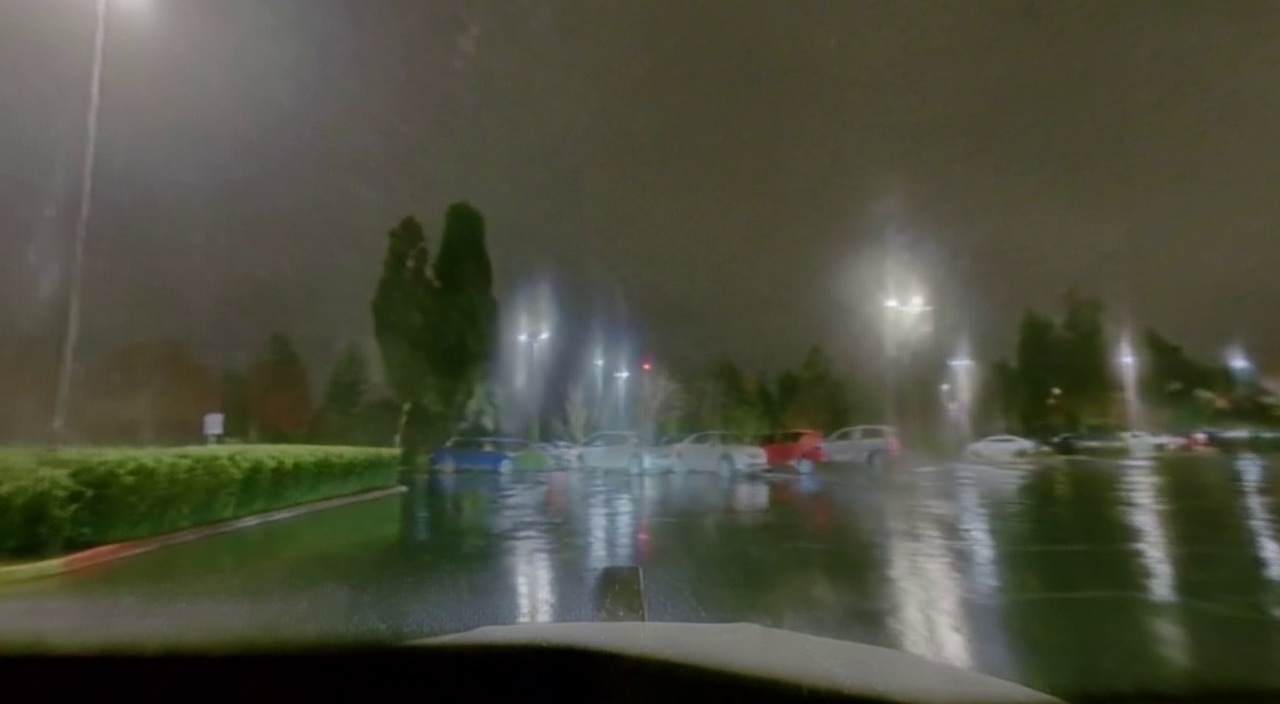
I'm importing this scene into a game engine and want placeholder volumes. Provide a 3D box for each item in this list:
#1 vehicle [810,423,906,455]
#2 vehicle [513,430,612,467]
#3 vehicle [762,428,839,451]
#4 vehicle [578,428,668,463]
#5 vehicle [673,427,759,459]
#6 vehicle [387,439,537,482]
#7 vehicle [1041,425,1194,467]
[{"bbox_3d":[12.360,4.926,35.995,4.660,1.687,1.981,-1,-7,-3],"label":"vehicle"},{"bbox_3d":[-3.399,4.288,28.260,4.030,1.556,2.057,-1,-8,5],"label":"vehicle"},{"bbox_3d":[10.700,5.821,42.230,4.601,1.484,1.839,1,-8,-6],"label":"vehicle"},{"bbox_3d":[-0.924,5.283,35.891,4.939,1.664,2.055,-1,-3,0],"label":"vehicle"},{"bbox_3d":[4.251,5.218,36.019,4.666,1.634,1.816,1,-11,-1],"label":"vehicle"},{"bbox_3d":[-6.306,3.881,22.790,4.772,1.441,1.976,0,-7,1],"label":"vehicle"},{"bbox_3d":[17.335,3.403,23.079,4.106,1.449,1.760,0,-7,0],"label":"vehicle"}]
